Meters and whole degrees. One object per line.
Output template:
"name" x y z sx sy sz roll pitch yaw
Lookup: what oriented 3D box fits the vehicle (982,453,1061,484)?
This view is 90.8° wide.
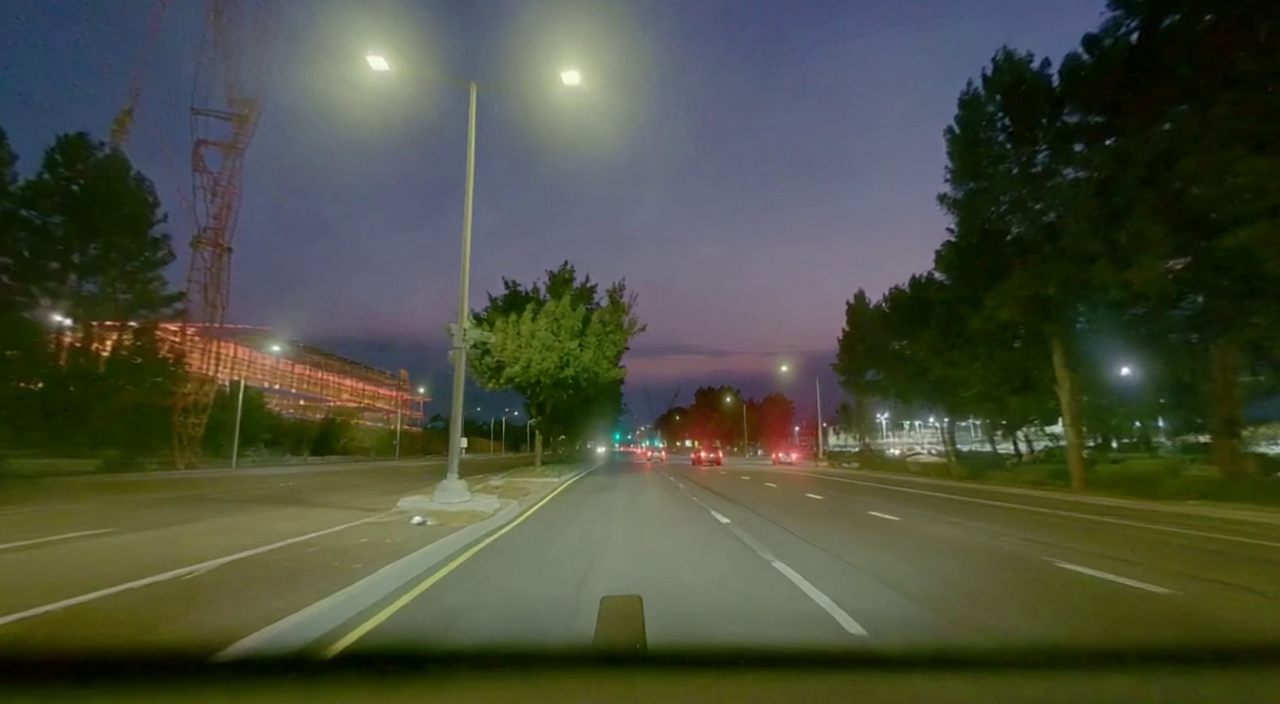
"vehicle" 26.845 8.182 44.691 2.394 1.893 4.807 2 -8 -3
